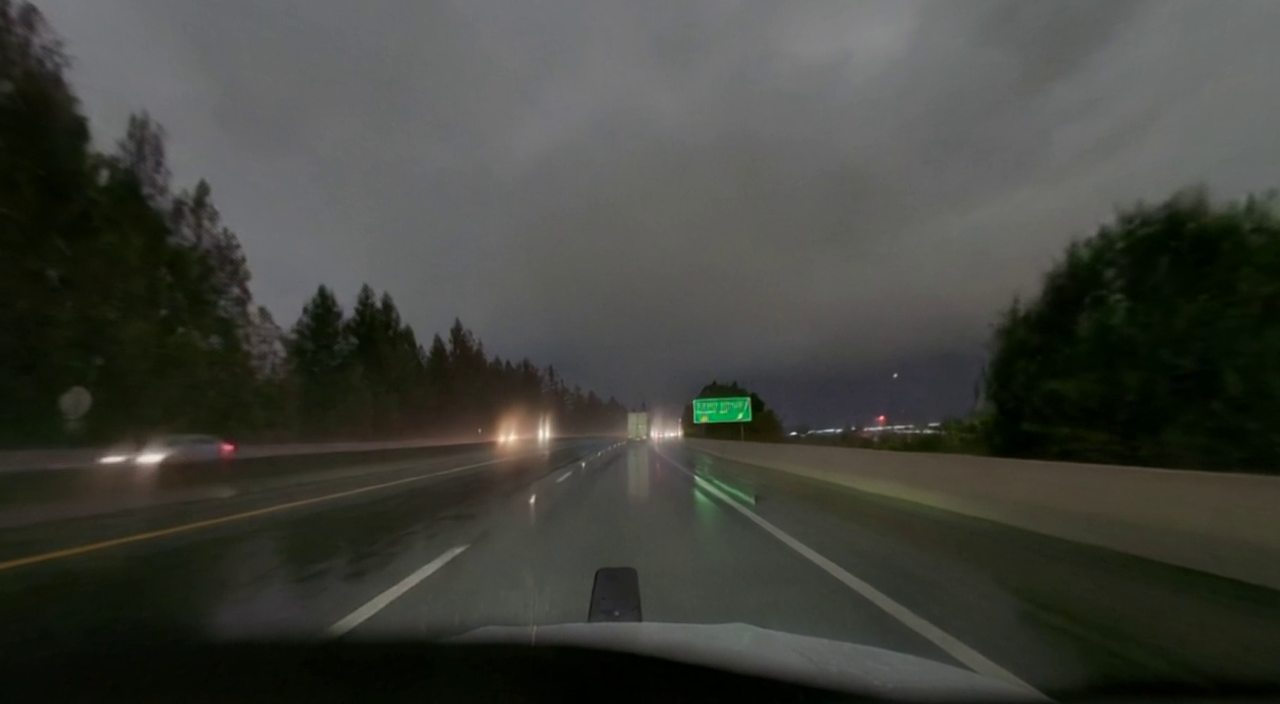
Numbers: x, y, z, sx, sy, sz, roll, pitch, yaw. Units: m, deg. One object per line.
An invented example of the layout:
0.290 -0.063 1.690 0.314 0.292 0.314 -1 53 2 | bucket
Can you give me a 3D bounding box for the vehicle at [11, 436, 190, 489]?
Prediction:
-16.988 3.449 20.240 1.783 1.480 4.553 0 -8 -1 | vehicle
